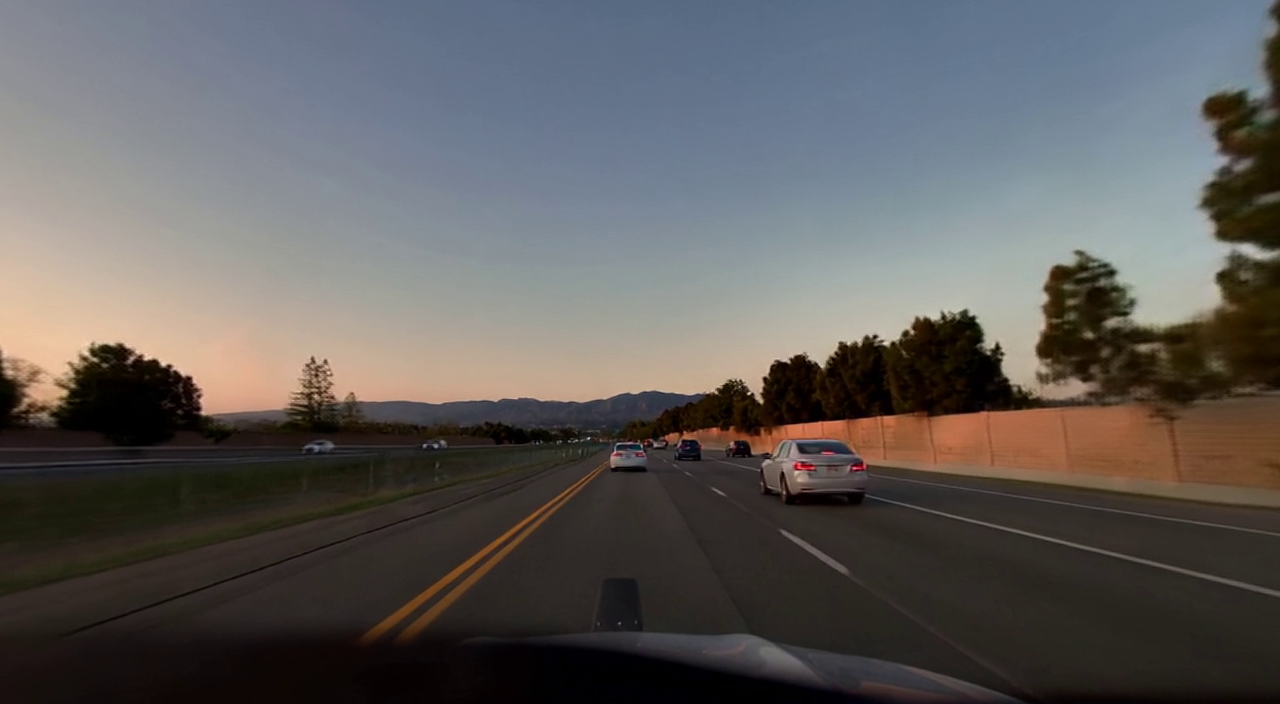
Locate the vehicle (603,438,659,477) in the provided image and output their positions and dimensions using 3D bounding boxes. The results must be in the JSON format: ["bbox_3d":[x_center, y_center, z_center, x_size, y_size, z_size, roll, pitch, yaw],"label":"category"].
[{"bbox_3d":[-0.331,4.237,25.475,2.085,1.449,3.860,0,-8,0],"label":"vehicle"}]

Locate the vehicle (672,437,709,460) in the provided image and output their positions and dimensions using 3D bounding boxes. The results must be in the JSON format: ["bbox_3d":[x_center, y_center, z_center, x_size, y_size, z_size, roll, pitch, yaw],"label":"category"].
[{"bbox_3d":[3.822,7.455,48.604,2.436,1.704,4.694,0,-8,0],"label":"vehicle"}]

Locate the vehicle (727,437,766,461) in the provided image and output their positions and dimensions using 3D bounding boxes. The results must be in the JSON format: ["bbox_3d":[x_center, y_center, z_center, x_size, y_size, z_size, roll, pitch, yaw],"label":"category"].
[{"bbox_3d":[7.667,7.041,45.741,1.996,1.637,3.990,0,-9,-2],"label":"vehicle"}]

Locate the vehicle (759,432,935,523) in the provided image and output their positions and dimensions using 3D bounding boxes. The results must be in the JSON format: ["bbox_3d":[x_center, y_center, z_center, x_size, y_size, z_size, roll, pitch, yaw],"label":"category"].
[{"bbox_3d":[3.772,2.357,12.370,1.957,1.447,4.241,0,-9,-1],"label":"vehicle"}]
